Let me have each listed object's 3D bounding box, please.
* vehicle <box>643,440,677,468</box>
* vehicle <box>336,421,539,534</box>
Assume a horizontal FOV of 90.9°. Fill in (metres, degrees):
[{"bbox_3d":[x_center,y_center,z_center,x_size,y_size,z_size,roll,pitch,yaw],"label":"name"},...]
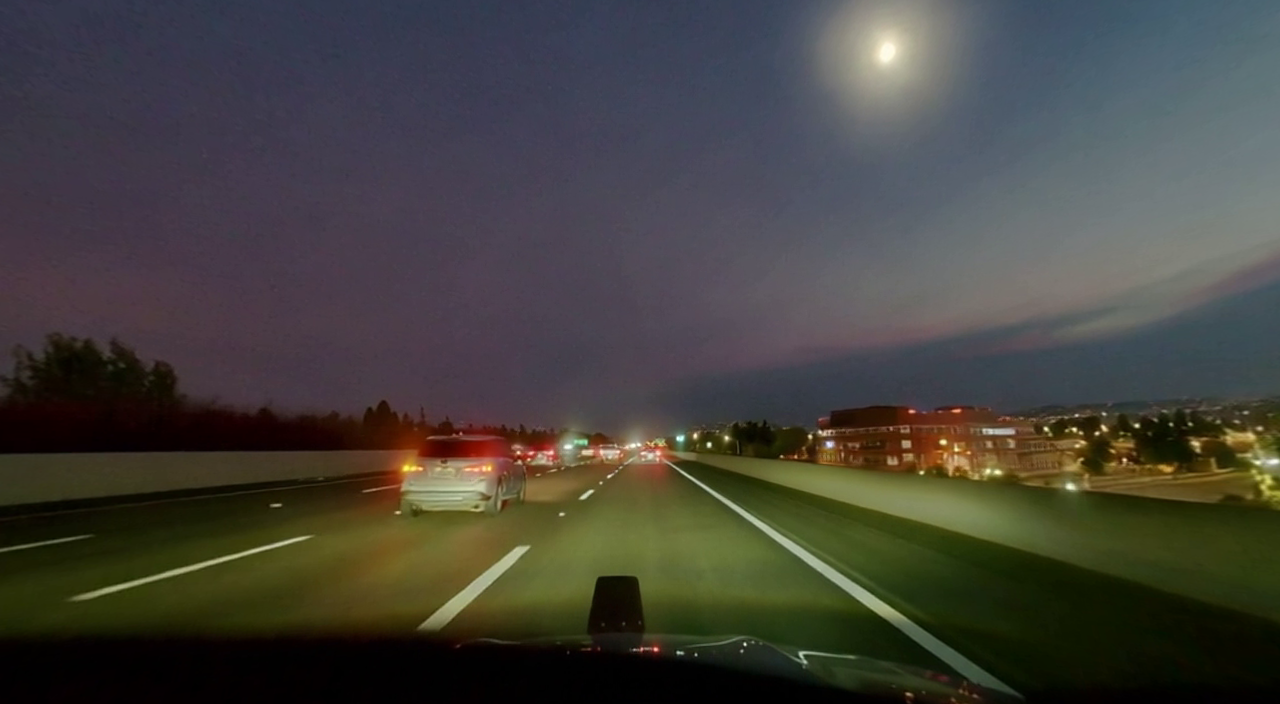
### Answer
[{"bbox_3d":[1.279,6.693,41.559,2.135,1.697,4.757,0,-8,1],"label":"vehicle"},{"bbox_3d":[-3.505,2.280,12.144,2.136,1.718,4.873,0,-8,2],"label":"vehicle"}]
